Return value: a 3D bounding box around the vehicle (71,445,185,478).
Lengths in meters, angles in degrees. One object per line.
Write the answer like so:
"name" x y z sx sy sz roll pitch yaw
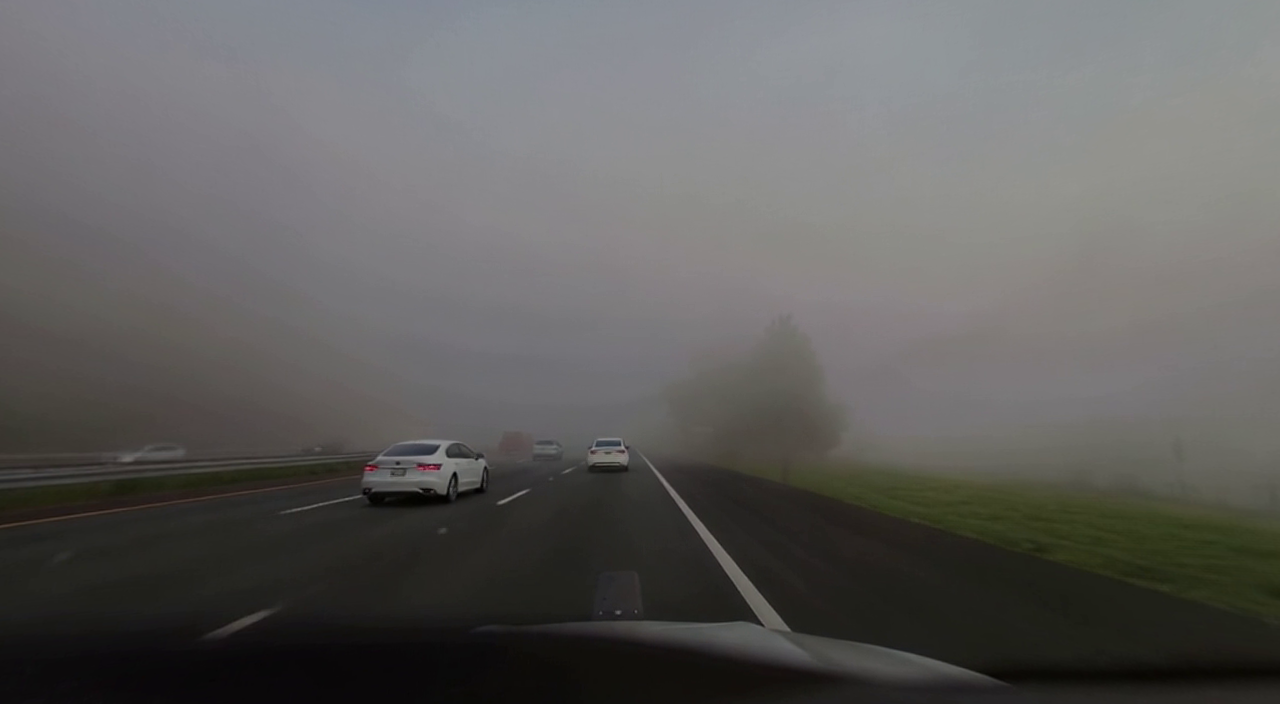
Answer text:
"vehicle" -25.655 5.473 31.757 1.873 1.491 4.688 0 -8 -1

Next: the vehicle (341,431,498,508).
"vehicle" -4.764 2.569 14.352 1.971 1.464 4.386 0 -8 0

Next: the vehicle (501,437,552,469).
"vehicle" -5.565 4.952 31.145 1.835 1.432 3.835 0 -8 0

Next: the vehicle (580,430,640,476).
"vehicle" -1.122 3.898 24.595 2.178 1.658 3.916 0 -8 -1

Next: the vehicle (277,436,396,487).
"vehicle" -9.521 3.431 20.129 1.850 1.439 3.932 0 -8 0
